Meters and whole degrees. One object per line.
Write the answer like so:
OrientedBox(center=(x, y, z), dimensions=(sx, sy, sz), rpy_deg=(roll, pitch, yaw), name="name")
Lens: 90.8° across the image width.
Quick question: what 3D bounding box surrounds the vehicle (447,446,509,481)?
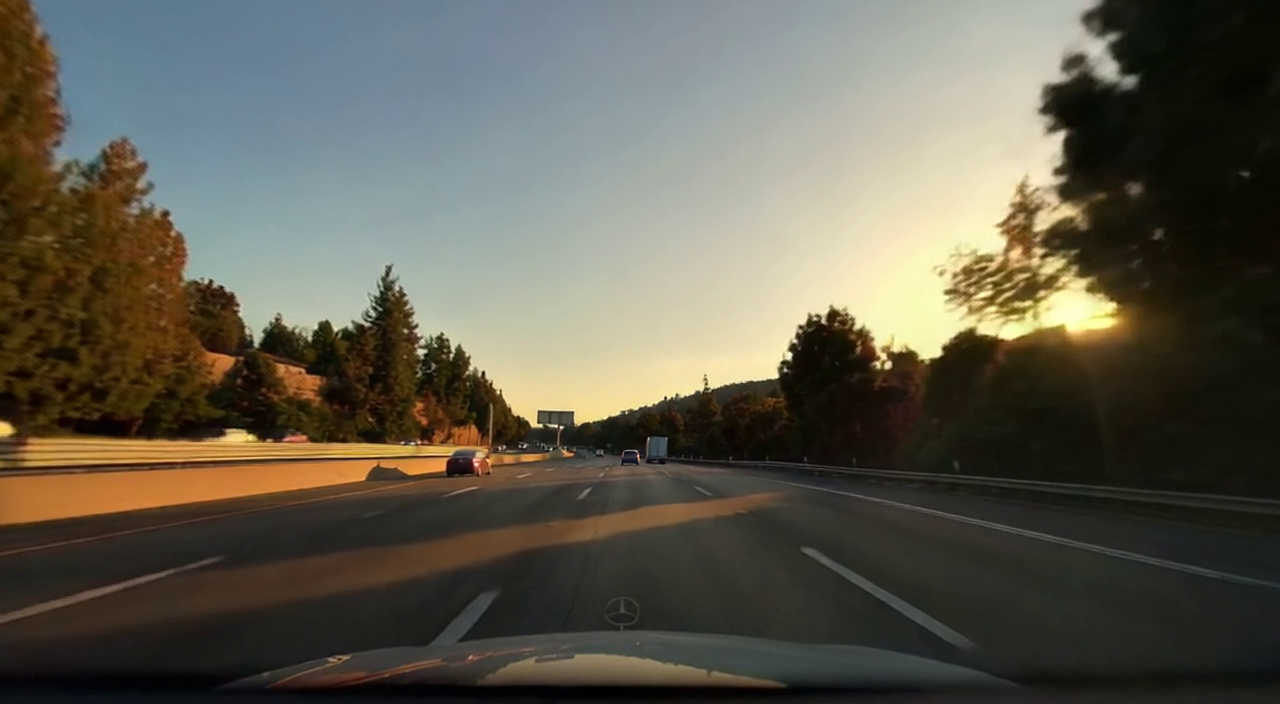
OrientedBox(center=(-7.460, 5.142, 29.452), dimensions=(1.915, 1.479, 3.843), rpy_deg=(0, -9, 0), name="vehicle")
